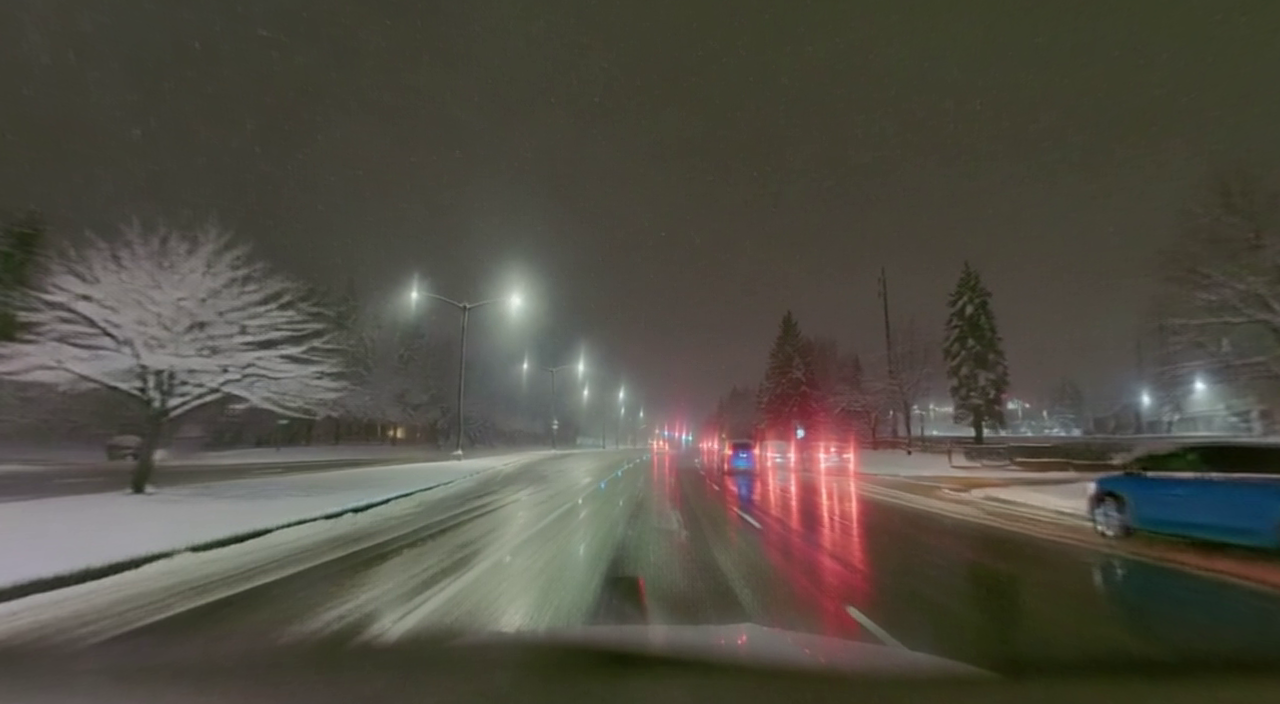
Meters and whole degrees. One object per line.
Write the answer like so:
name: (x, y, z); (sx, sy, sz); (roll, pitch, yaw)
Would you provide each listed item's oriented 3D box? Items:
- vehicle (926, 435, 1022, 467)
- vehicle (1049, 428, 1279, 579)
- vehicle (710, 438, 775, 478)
vehicle: (22.403, 6.609, 42.291); (5.456, 1.919, 2.222); (0, -7, -14)
vehicle: (7.770, 1.777, 7.863); (2.074, 1.584, 4.658); (0, -8, -2)
vehicle: (4.129, 4.354, 26.148); (1.981, 1.499, 4.536); (0, -8, 1)
